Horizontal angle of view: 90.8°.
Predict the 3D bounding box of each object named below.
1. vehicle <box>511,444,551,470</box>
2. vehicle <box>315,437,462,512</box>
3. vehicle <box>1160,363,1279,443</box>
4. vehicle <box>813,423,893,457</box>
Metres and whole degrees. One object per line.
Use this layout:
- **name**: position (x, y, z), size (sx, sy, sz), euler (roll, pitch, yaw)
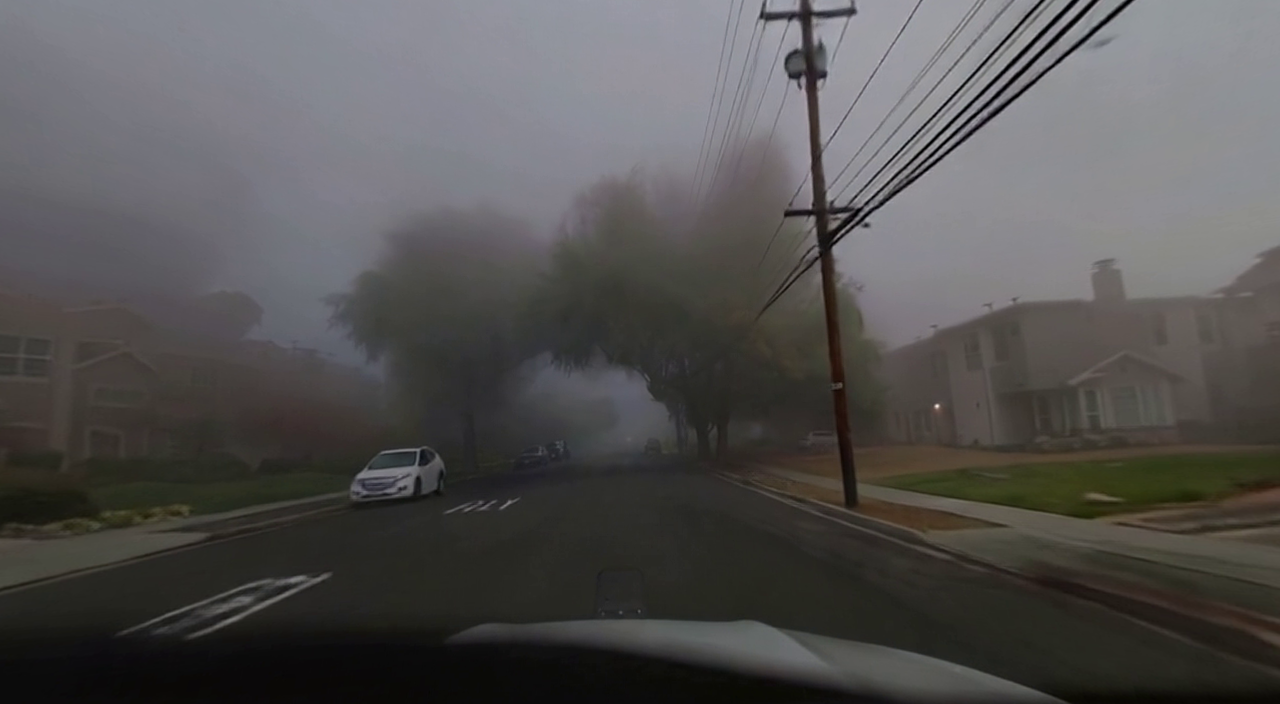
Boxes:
- **vehicle**: position (-7.453, 7.214, 43.539), size (2.041, 1.587, 3.920), euler (-2, -8, 0)
- **vehicle**: position (-6.924, 3.391, 18.167), size (2.162, 1.757, 5.201), euler (-2, -8, -1)
- **vehicle**: position (30.470, 2.512, 30.179), size (2.916, 3.552, 9.445), euler (0, -8, -2)
- **vehicle**: position (13.031, 5.411, 38.700), size (4.145, 1.767, 1.880), euler (-8, -9, 29)
